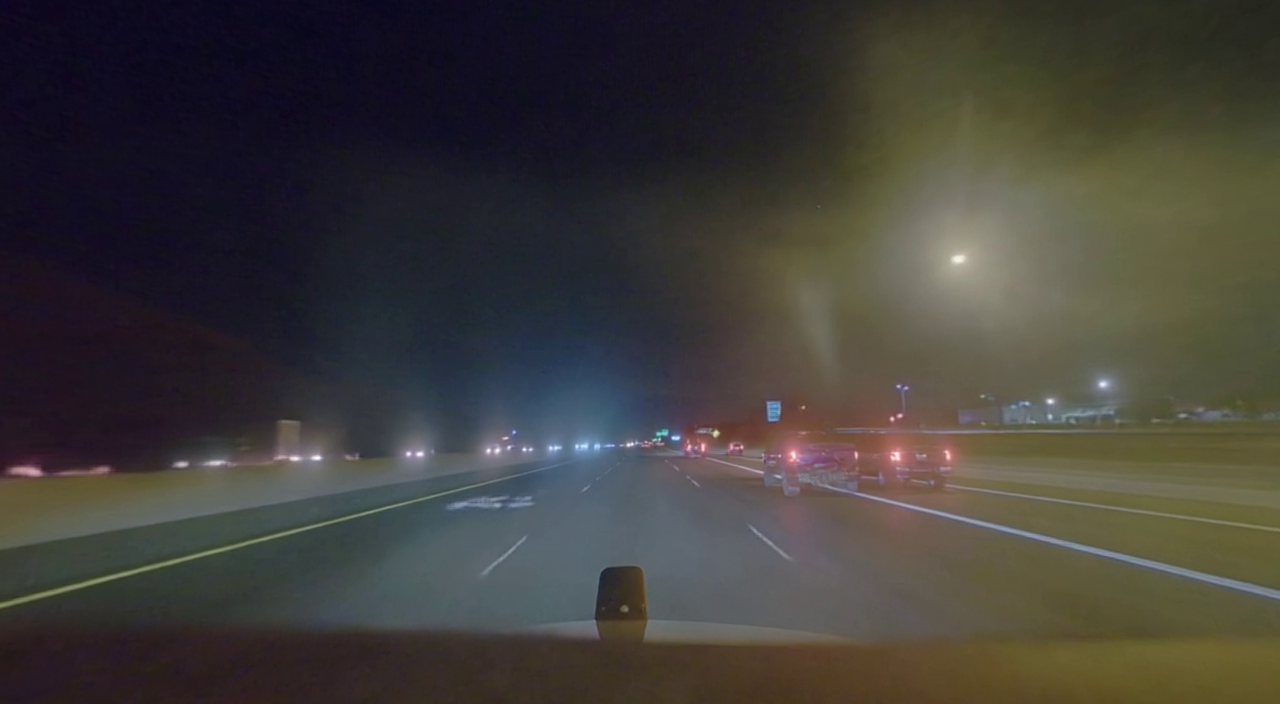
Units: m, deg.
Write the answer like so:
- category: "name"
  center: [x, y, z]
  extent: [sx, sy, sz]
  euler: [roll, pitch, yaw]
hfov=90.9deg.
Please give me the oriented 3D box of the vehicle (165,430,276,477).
- category: "vehicle"
  center: [-31.953, 7.761, 48.619]
  extent: [2.835, 3.223, 8.210]
  euler: [0, -8, 0]

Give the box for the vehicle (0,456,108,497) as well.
- category: "vehicle"
  center: [-24.751, 5.068, 25.989]
  extent: [1.756, 1.434, 4.451]
  euler: [0, -8, 0]

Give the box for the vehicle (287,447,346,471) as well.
- category: "vehicle"
  center: [-24.825, 8.189, 48.597]
  extent: [2.027, 1.748, 4.760]
  euler: [0, -8, 0]
